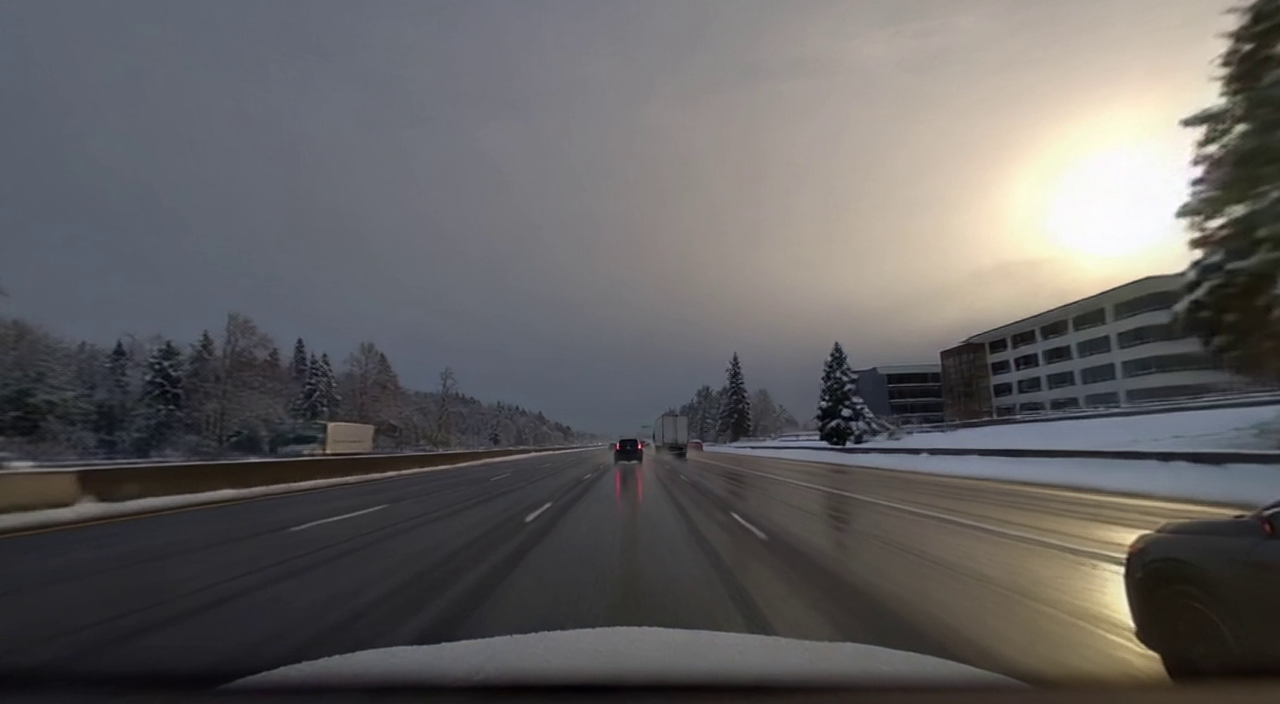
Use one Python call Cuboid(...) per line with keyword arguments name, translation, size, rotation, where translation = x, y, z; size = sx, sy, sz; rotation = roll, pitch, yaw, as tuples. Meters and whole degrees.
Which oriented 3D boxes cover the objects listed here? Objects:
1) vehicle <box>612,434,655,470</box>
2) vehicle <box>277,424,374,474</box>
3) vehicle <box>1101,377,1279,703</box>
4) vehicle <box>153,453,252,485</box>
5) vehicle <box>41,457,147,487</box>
Cuboid(name="vehicle", translation=(-0.400, 5.702, 36.141), size=(2.297, 1.912, 4.355), rotation=(0, -8, -1))
Cuboid(name="vehicle", translation=(-18.076, 5.618, 36.853), size=(2.255, 2.648, 6.640), rotation=(0, -8, 0))
Cuboid(name="vehicle", translation=(3.524, 0.715, 1.231), size=(1.950, 1.596, 4.326), rotation=(0, -8, 0))
Cuboid(name="vehicle", translation=(-22.514, 6.016, 32.768), size=(1.845, 1.442, 4.668), rotation=(0, -8, 0))
Cuboid(name="vehicle", translation=(-29.854, 6.534, 34.730), size=(1.880, 1.435, 4.451), rotation=(0, -8, -1))
